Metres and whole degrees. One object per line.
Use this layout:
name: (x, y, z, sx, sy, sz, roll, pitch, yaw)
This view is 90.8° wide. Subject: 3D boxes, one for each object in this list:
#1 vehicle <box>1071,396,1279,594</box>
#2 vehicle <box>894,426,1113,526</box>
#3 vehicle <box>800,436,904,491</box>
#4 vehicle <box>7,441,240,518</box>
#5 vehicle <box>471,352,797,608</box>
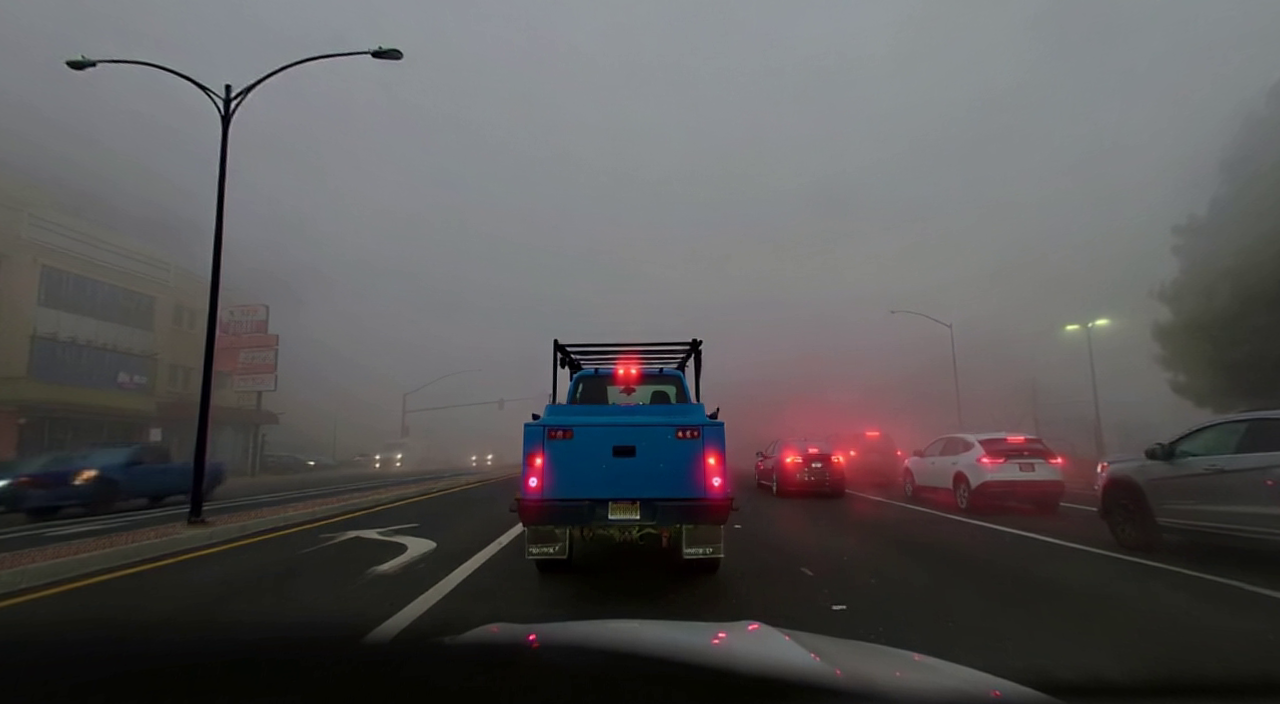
vehicle: (6.807, 1.358, 6.132, 2.023, 1.771, 4.488, 0, -9, 0)
vehicle: (7.070, 2.440, 12.962, 1.931, 1.692, 4.267, 0, -9, 0)
vehicle: (7.063, 3.743, 21.592, 1.953, 1.665, 4.327, 0, -9, -2)
vehicle: (-12.359, 3.039, 15.639, 1.928, 1.591, 4.509, 0, -9, 0)
vehicle: (-0.099, 1.475, 8.164, 2.682, 2.117, 5.706, 0, -9, -1)
